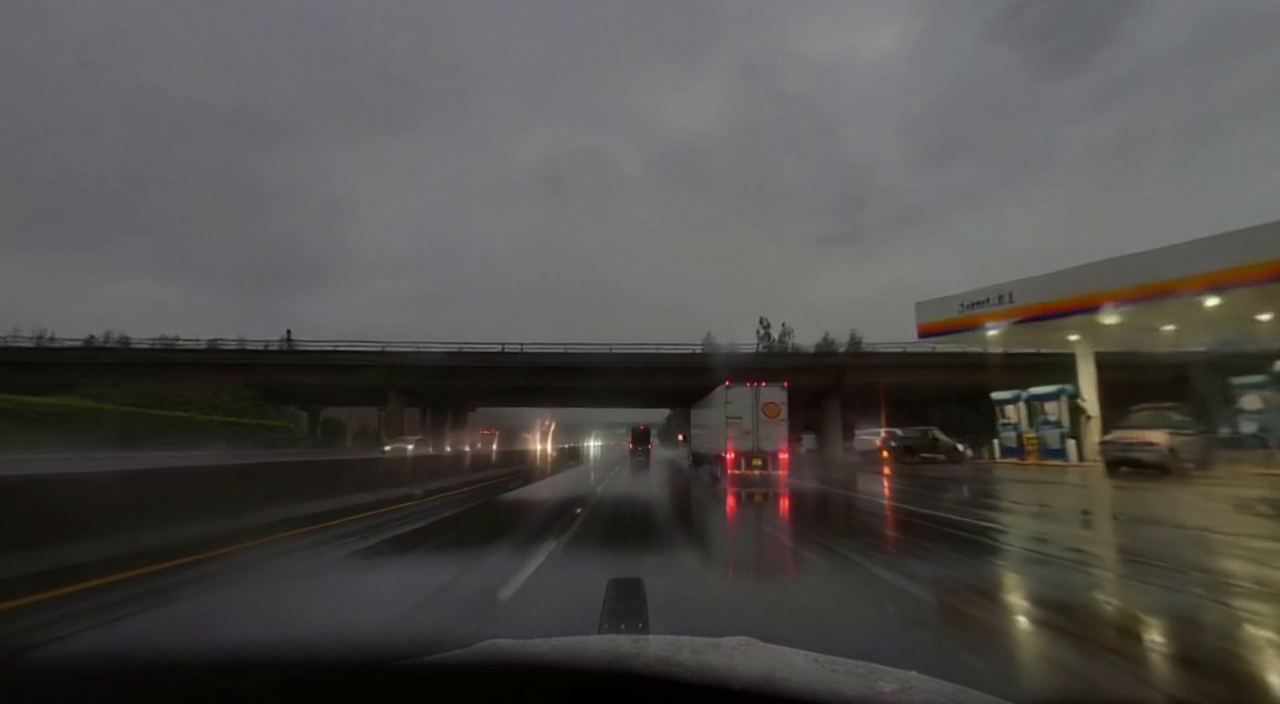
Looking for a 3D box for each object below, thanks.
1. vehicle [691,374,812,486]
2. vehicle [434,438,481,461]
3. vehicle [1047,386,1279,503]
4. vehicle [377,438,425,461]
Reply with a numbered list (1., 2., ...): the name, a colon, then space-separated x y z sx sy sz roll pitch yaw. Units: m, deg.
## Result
1. vehicle: 4.590 3.860 29.871 2.881 3.995 14.382 0 -9 -1
2. vehicle: -12.326 6.592 42.814 1.831 1.463 4.205 0 -9 1
3. vehicle: 23.203 3.903 26.363 2.834 3.946 14.251 0 -9 0
4. vehicle: -15.768 6.431 41.701 1.712 1.422 3.625 0 -9 0
